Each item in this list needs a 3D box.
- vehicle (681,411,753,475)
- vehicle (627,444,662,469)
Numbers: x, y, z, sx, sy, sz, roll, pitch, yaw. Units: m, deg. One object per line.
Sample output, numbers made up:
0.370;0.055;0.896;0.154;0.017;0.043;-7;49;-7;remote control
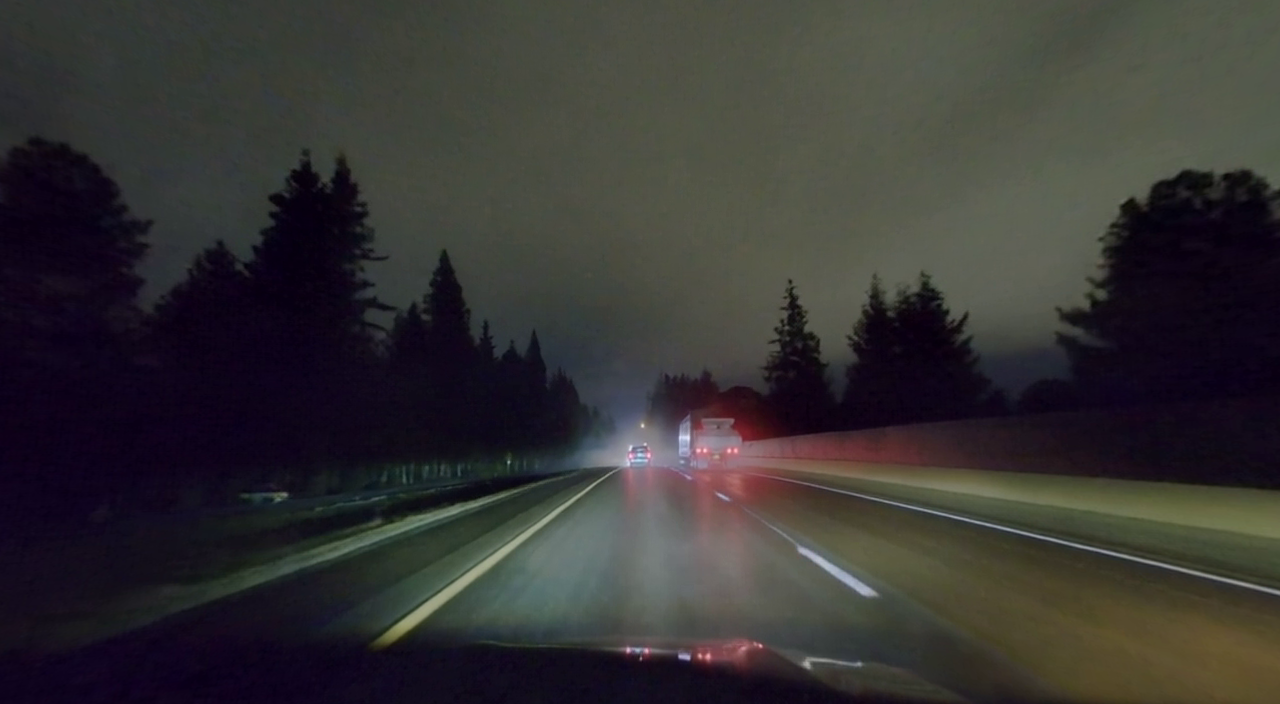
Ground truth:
4.170;5.186;35.900;3.015;3.211;7.982;0;-8;-1;vehicle
0.327;6.752;40.854;2.170;1.544;4.373;0;-8;1;vehicle
